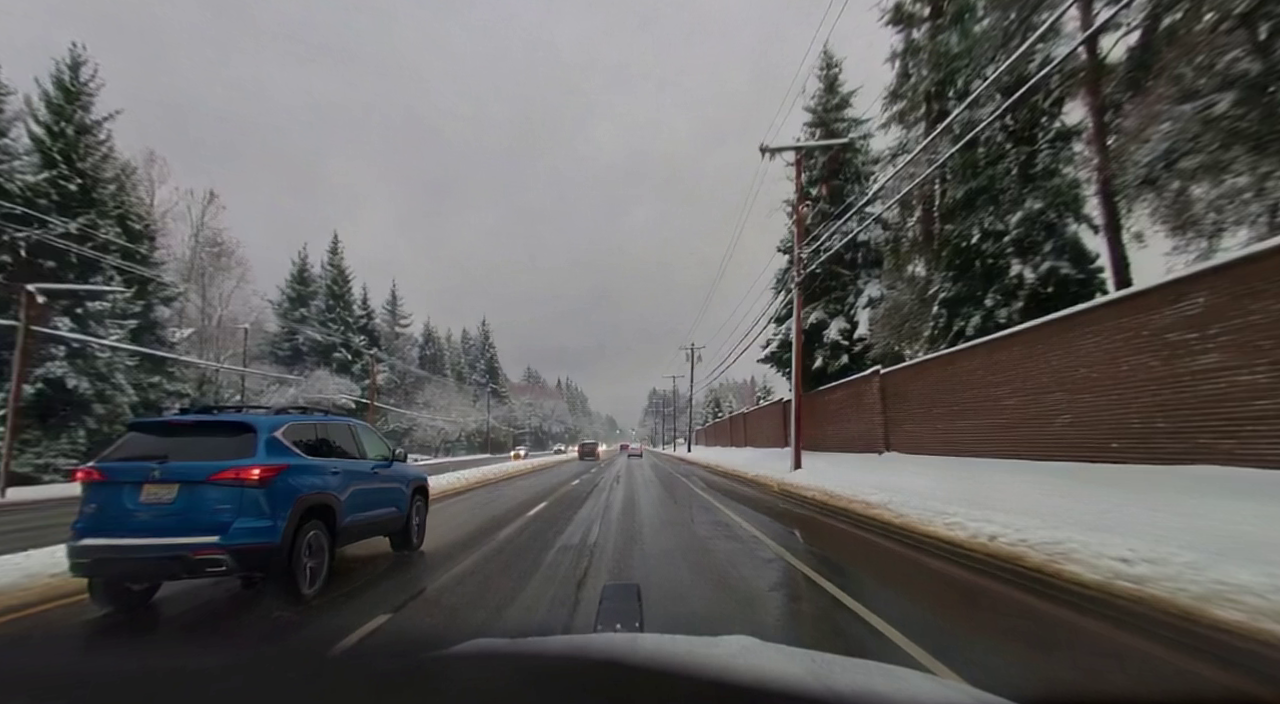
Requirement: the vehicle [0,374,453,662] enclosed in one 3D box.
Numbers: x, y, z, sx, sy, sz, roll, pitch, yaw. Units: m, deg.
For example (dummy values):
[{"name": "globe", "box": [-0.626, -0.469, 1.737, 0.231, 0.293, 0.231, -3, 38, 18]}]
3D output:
[{"name": "vehicle", "box": [-3.606, 1.320, 6.145, 2.147, 1.730, 4.555, 0, -8, 0]}]
